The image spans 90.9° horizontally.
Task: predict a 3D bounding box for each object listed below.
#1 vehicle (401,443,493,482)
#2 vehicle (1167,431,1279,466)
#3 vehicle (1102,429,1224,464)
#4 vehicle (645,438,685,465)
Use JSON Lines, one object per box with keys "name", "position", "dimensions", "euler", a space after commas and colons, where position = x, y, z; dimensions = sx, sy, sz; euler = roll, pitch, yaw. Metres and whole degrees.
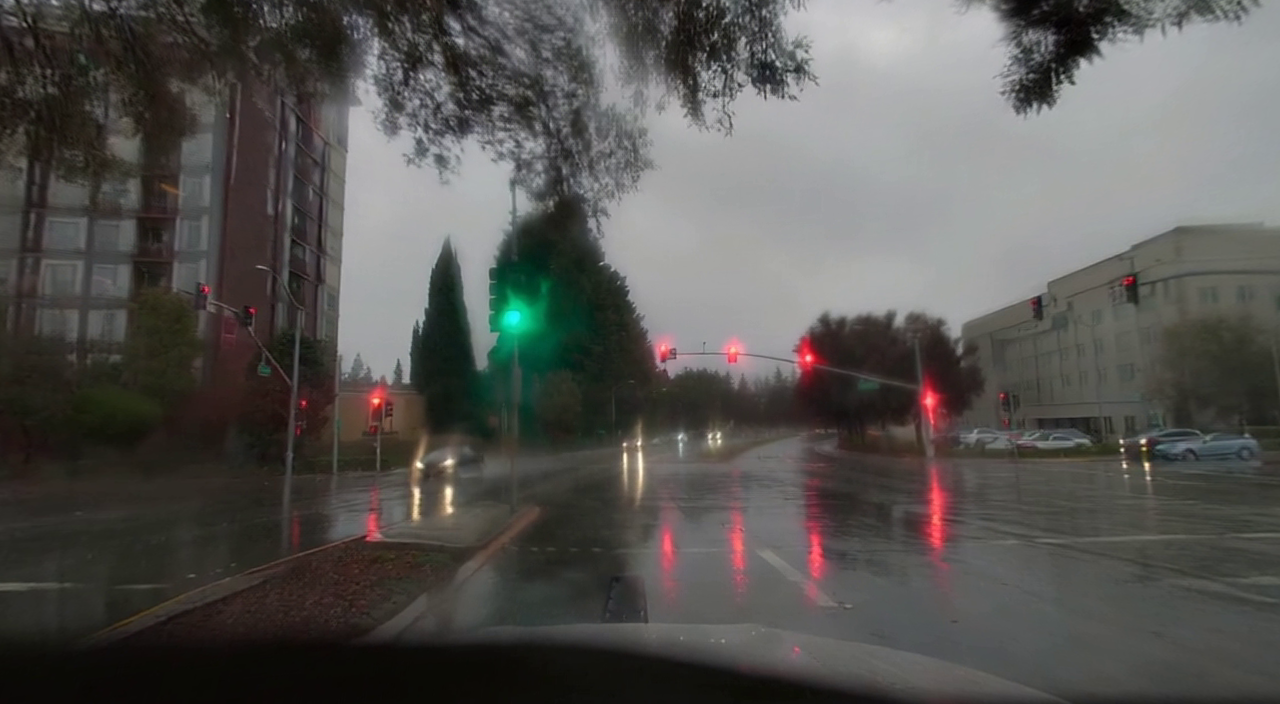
{"name": "vehicle", "position": [-7.948, 4.589, 26.524], "dimensions": [2.002, 1.483, 4.696], "euler": [-1, -8, 6]}
{"name": "vehicle", "position": [26.302, 4.238, 27.875], "dimensions": [4.644, 1.470, 1.922], "euler": [1, -8, -10]}
{"name": "vehicle", "position": [25.927, 4.680, 31.355], "dimensions": [4.441, 1.674, 2.035], "euler": [1, -8, -8]}
{"name": "vehicle", "position": [1.760, 6.773, 43.252], "dimensions": [2.197, 1.739, 4.177], "euler": [-2, -8, 10]}
